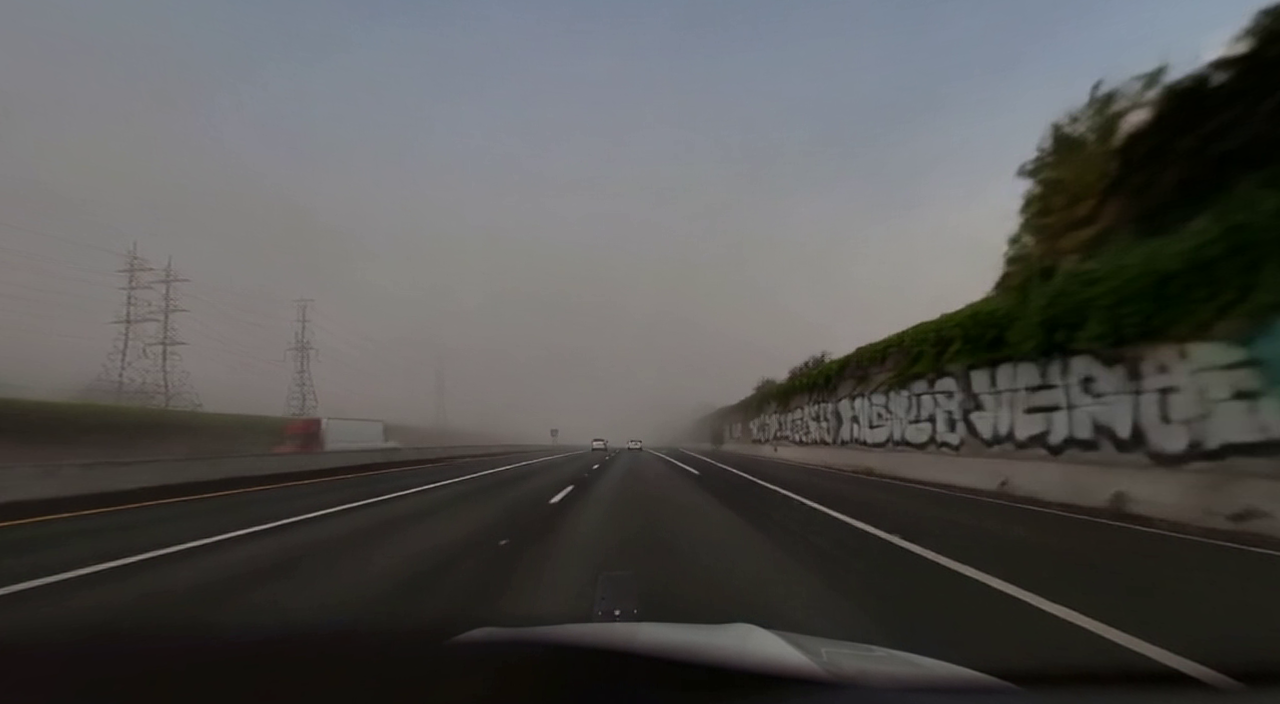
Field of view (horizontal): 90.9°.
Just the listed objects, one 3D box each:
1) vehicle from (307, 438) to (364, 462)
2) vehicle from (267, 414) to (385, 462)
[{"bbox_3d":[-19.214,6.191,39.918,1.703,1.394,3.744,0,-8,-1],"label":"vehicle"},{"bbox_3d":[-23.144,6.491,47.549,2.898,3.171,12.148,0,-8,-1],"label":"vehicle"}]
